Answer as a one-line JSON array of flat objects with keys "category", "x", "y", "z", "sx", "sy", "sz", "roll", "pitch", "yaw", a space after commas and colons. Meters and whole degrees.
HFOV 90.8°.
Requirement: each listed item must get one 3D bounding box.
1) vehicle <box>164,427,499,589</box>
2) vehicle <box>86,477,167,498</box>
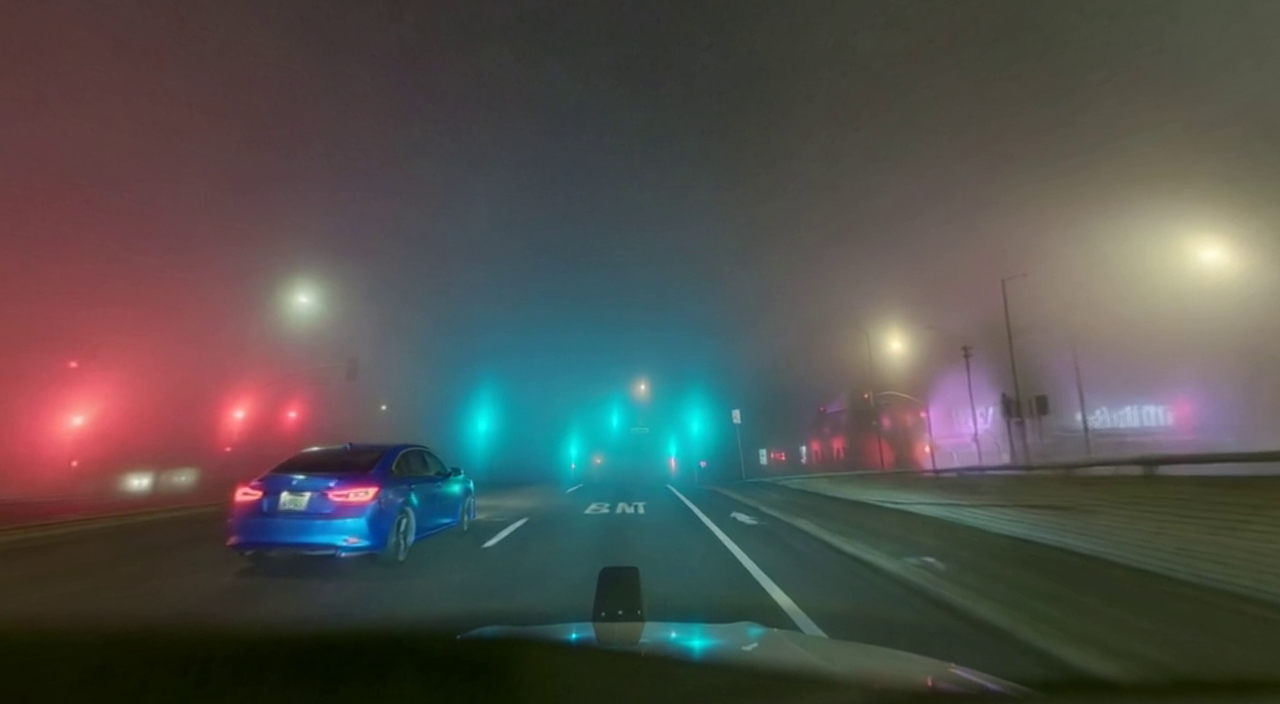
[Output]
[{"category": "vehicle", "x": -3.318, "y": 1.754, "z": 7.996, "sx": 2.041, "sy": 1.470, "sz": 4.290, "roll": 0, "pitch": -8, "yaw": 0}, {"category": "vehicle", "x": -39.047, "y": 10.367, "z": 48.110, "sx": 4.315, "sy": 1.421, "sz": 2.020, "roll": 0, "pitch": -15, "yaw": 0}]
